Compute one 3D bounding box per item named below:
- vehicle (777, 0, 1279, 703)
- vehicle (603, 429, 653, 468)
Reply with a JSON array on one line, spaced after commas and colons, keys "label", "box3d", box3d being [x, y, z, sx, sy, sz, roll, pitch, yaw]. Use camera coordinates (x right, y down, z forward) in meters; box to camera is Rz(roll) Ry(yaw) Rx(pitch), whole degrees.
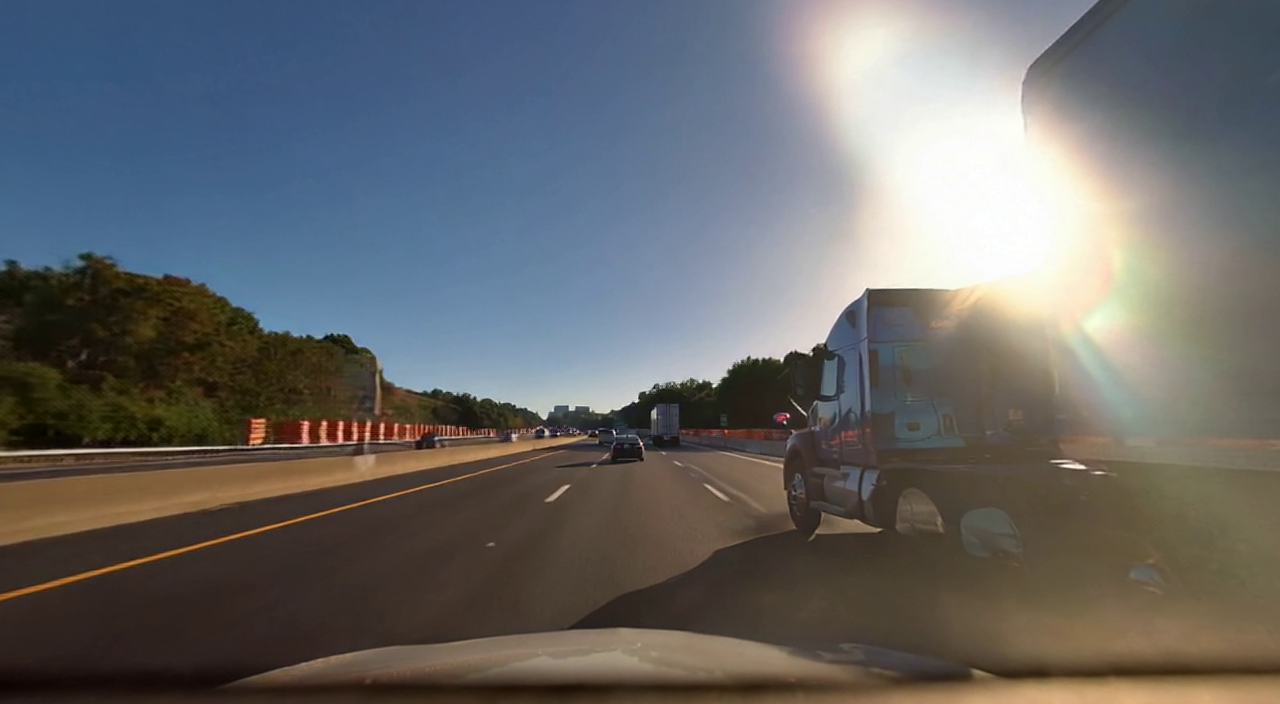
[{"label": "vehicle", "box3d": [3.459, -0.016, 2.869, 2.919, 3.634, 10.888, 0, -8, -2]}, {"label": "vehicle", "box3d": [-0.495, 3.917, 25.852, 1.929, 1.469, 3.677, 0, -8, -1]}]
